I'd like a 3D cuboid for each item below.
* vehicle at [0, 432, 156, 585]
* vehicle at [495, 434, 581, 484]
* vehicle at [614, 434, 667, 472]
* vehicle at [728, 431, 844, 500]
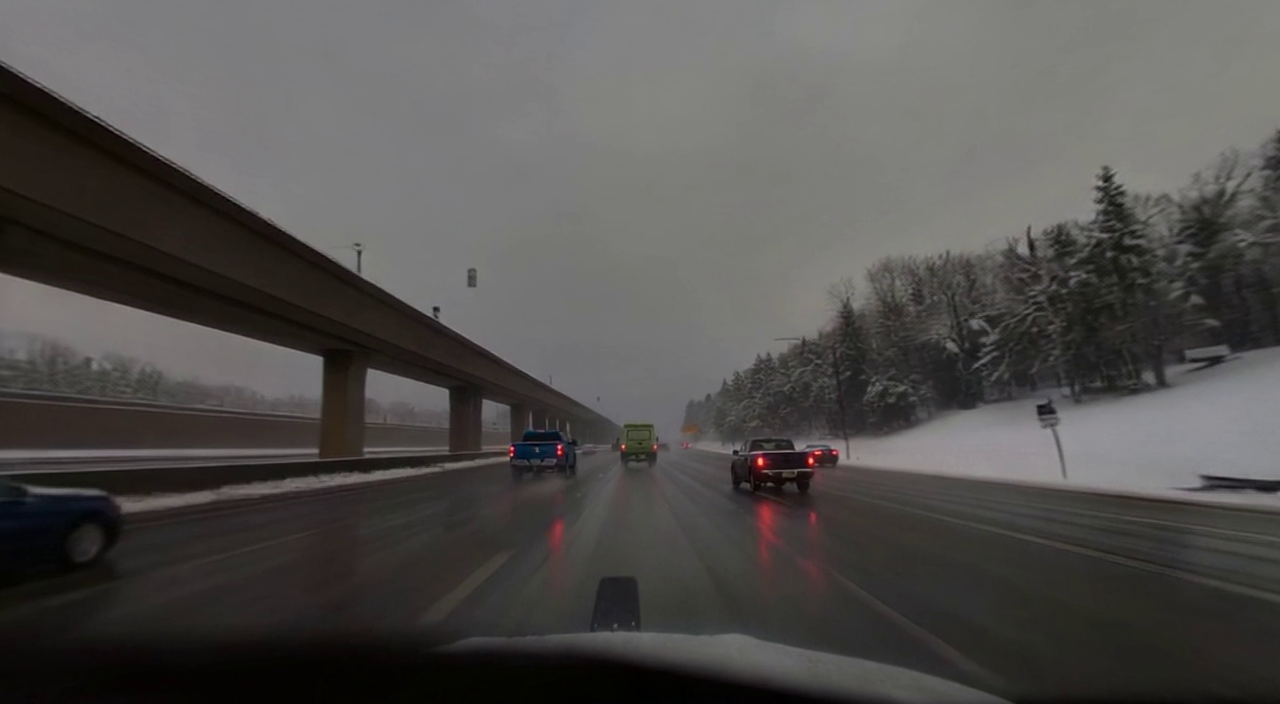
[{"bbox_3d":[-7.065,1.424,5.579,1.947,1.444,4.595,0,-9,0],"label":"vehicle"},{"bbox_3d":[-3.785,4.099,24.485,2.535,1.715,5.030,0,-9,-1],"label":"vehicle"},{"bbox_3d":[0.006,5.356,33.612,2.572,1.837,5.693,0,-9,0],"label":"vehicle"},{"bbox_3d":[3.801,3.048,17.285,2.119,1.653,4.000,0,-9,-1],"label":"vehicle"}]
